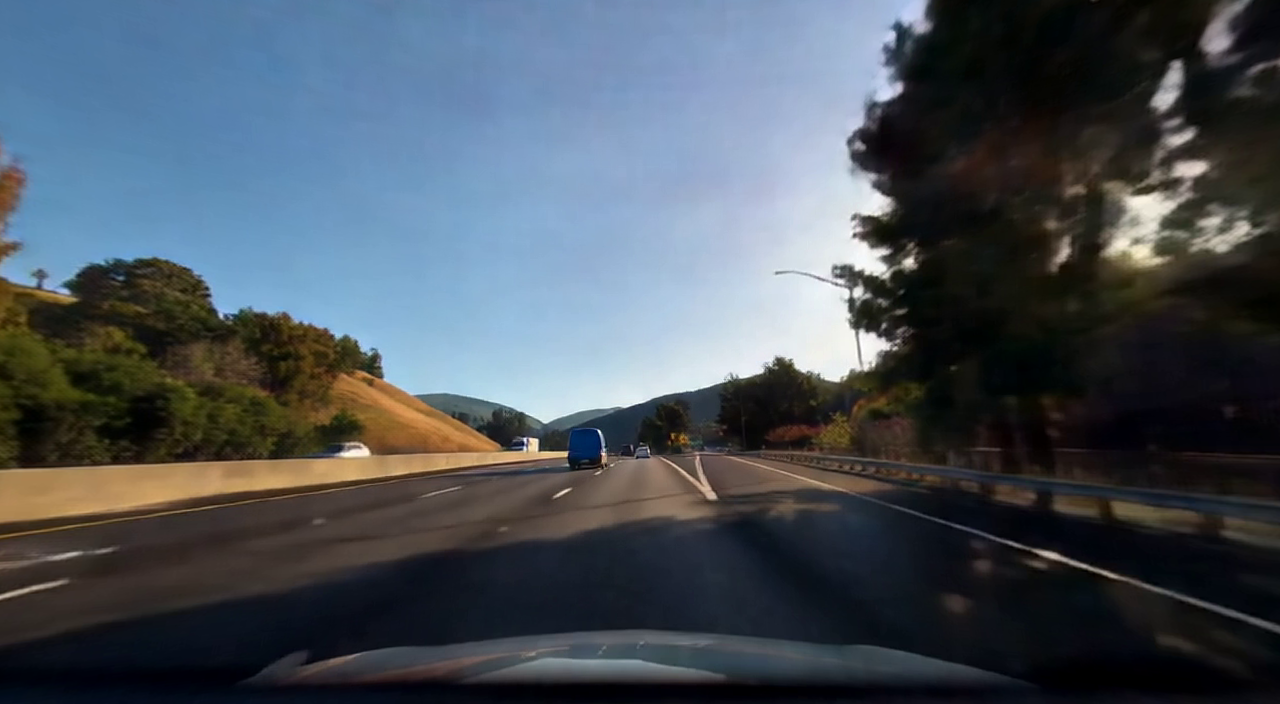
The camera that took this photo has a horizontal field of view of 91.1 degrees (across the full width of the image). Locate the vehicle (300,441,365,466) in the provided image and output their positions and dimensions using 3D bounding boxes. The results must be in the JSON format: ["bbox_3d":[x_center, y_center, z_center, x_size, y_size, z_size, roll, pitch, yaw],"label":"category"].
[{"bbox_3d":[-21.537,7.120,44.188,1.984,1.633,4.821,0,-8,1],"label":"vehicle"}]

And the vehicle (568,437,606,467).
[{"bbox_3d":[-3.450,6.603,41.733,2.169,1.849,4.639,0,-8,0],"label":"vehicle"}]
